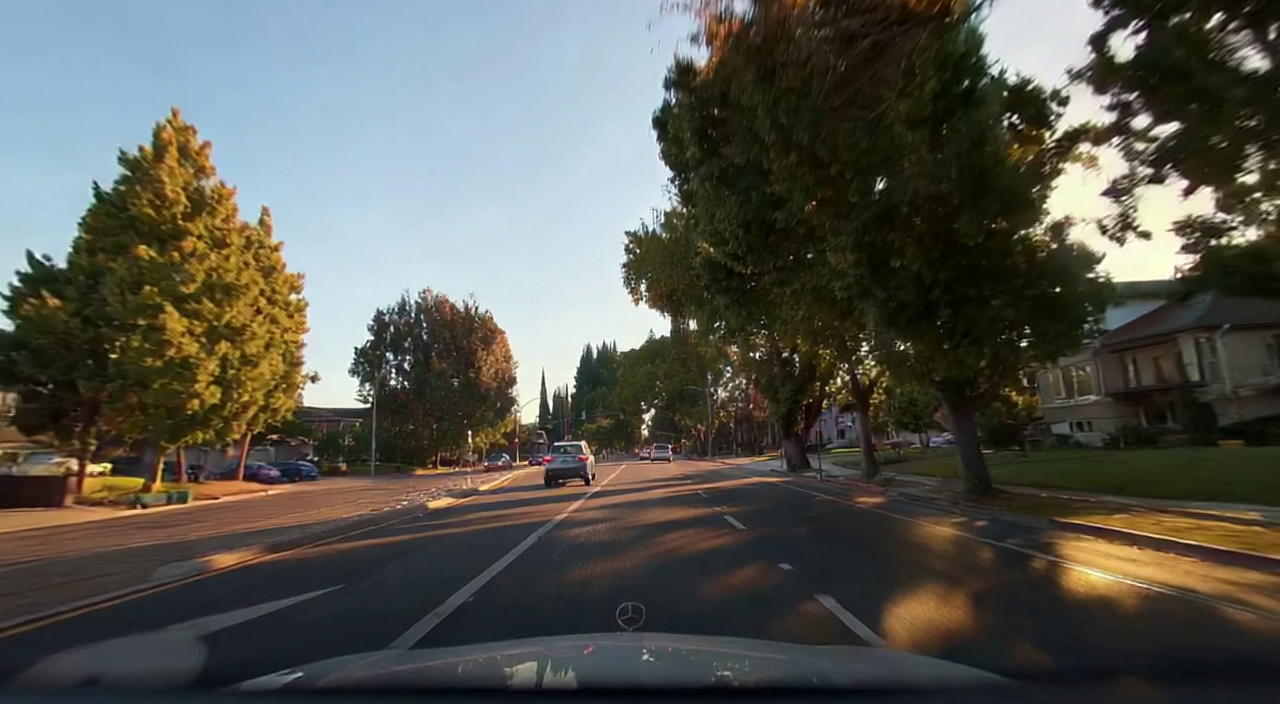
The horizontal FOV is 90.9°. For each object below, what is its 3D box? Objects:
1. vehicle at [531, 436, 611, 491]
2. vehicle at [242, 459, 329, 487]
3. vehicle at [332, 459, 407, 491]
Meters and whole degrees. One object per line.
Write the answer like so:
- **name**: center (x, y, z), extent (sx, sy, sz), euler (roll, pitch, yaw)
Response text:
- **vehicle**: center (-2.465, 4.185, 24.055), extent (2.459, 1.825, 5.380), euler (0, -8, 0)
- **vehicle**: center (-24.599, 8.414, 43.865), extent (4.824, 1.766, 1.967), euler (0, -9, 4)
- **vehicle**: center (-14.761, 6.727, 34.760), extent (1.981, 1.503, 4.796), euler (0, -9, 0)
